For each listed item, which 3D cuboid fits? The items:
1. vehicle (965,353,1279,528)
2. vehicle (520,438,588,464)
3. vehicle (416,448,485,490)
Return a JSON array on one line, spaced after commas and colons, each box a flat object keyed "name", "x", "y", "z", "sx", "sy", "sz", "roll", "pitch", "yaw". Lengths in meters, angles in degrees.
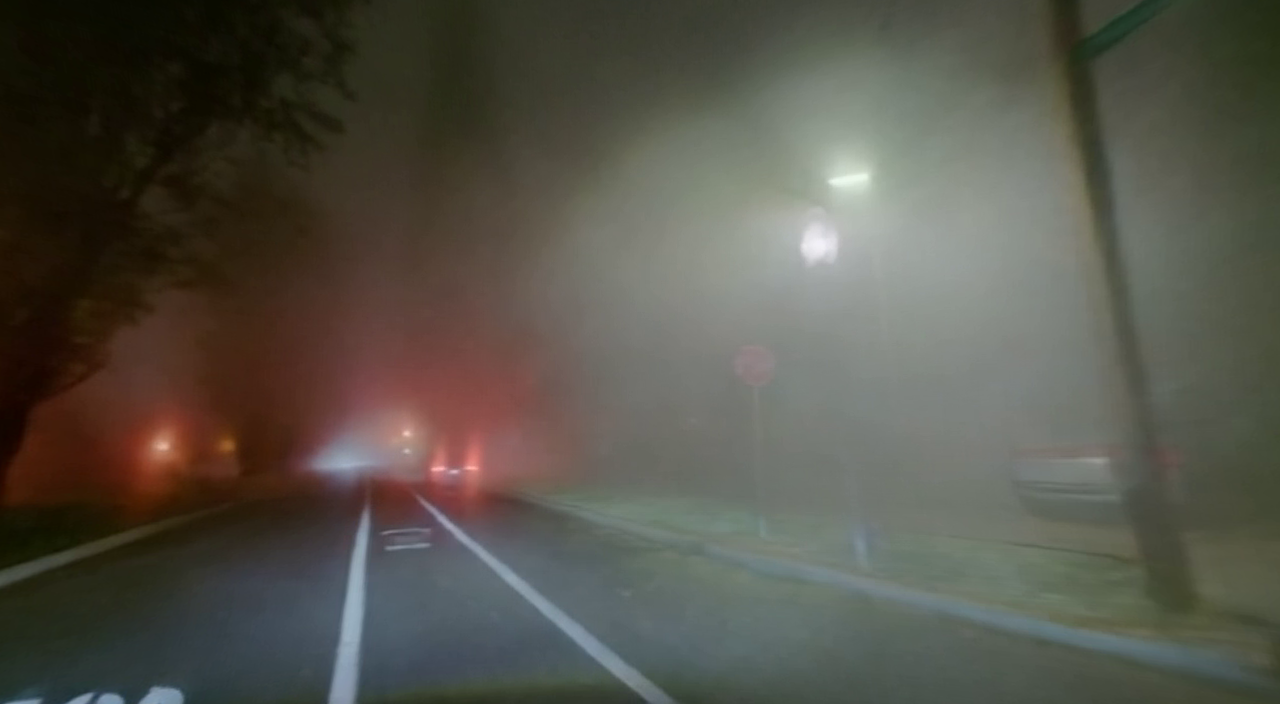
[{"name": "vehicle", "x": 8.088, "y": 1.104, "z": 9.371, "sx": 5.980, "sy": 1.915, "sz": 2.286, "roll": -1, "pitch": -6, "yaw": -23}, {"name": "vehicle", "x": -5.347, "y": 6.144, "z": 39.372, "sx": 3.827, "sy": 1.512, "sz": 1.855, "roll": 3, "pitch": -9, "yaw": -24}, {"name": "vehicle", "x": -8.068, "y": 4.860, "z": 26.587, "sx": 1.979, "sy": 1.524, "sz": 4.578, "roll": 4, "pitch": -9, "yaw": -26}]
